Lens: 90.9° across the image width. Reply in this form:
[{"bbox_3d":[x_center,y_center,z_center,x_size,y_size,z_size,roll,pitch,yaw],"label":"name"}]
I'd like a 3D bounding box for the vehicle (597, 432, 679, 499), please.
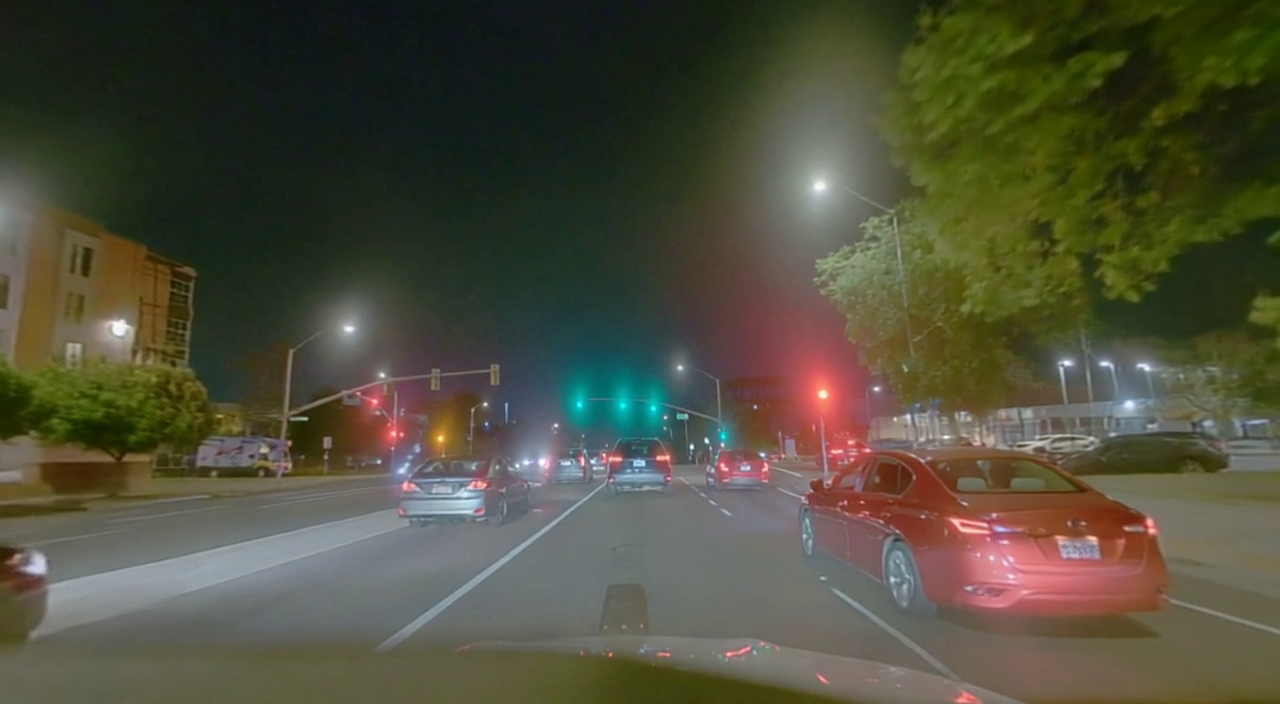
[{"bbox_3d":[-0.055,3.615,20.515,2.361,1.898,4.465,0,-8,0],"label":"vehicle"}]

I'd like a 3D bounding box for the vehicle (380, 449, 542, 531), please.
[{"bbox_3d":[-3.417,2.696,12.929,2.115,1.369,3.908,0,-8,1],"label":"vehicle"}]

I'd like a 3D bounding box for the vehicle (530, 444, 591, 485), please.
[{"bbox_3d":[-3.464,4.956,28.137,2.130,1.645,3.995,0,-8,1],"label":"vehicle"}]

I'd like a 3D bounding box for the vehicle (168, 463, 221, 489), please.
[{"bbox_3d":[-28.930,8.002,40.847,4.549,1.452,1.921,-8,-12,44],"label":"vehicle"}]

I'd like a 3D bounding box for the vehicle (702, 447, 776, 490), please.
[{"bbox_3d":[3.600,4.329,23.828,2.058,1.472,4.317,0,-8,-1],"label":"vehicle"}]

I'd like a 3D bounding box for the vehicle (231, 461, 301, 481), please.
[{"bbox_3d":[-29.600,9.371,49.888,4.488,1.445,2.098,-2,-9,13],"label":"vehicle"}]

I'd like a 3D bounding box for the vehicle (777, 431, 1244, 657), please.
[{"bbox_3d":[2.955,1.611,6.505,2.052,1.475,4.540,0,-8,0],"label":"vehicle"}]

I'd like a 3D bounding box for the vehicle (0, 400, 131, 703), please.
[{"bbox_3d":[-4.112,0.781,1.516,2.173,1.536,4.285,0,-8,0],"label":"vehicle"}]

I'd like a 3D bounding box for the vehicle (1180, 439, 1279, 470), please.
[{"bbox_3d":[33.423,5.685,35.092,4.534,1.680,2.002,-3,-9,22],"label":"vehicle"}]
